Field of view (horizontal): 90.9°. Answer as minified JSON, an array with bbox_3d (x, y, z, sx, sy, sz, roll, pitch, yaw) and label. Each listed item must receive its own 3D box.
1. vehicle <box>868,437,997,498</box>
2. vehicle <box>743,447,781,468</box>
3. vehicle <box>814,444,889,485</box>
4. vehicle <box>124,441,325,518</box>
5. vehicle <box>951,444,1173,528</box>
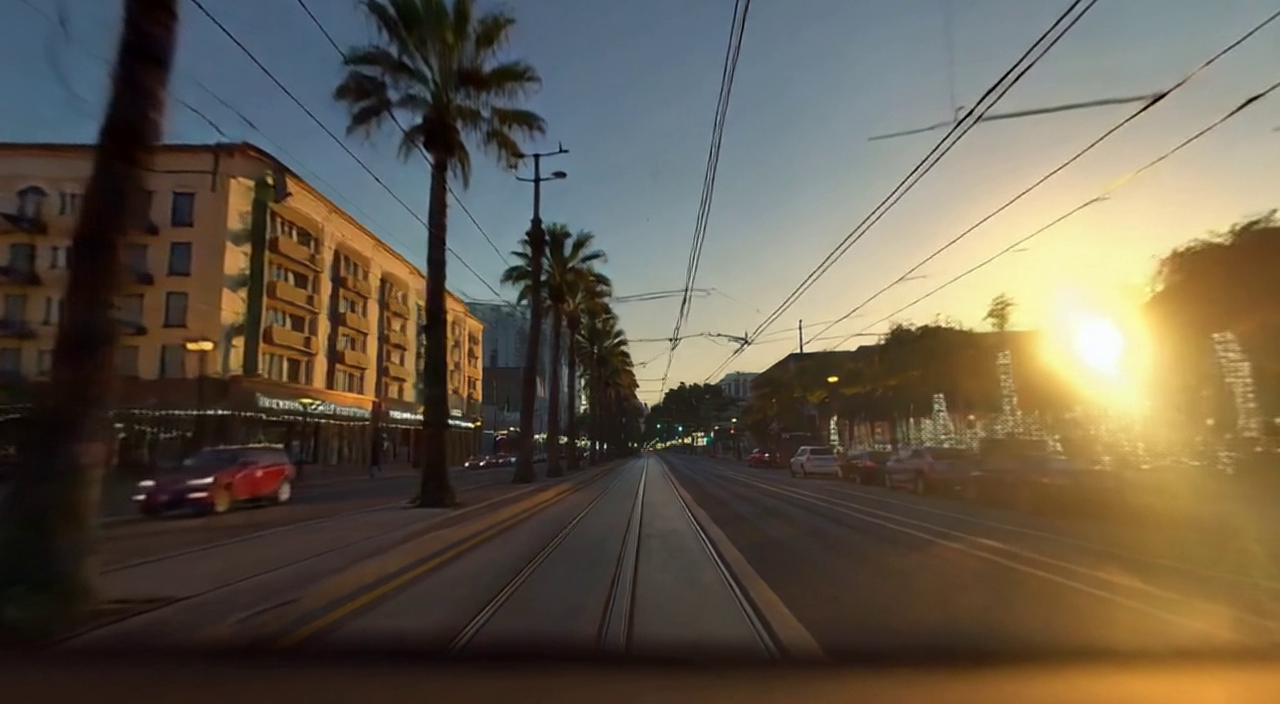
[{"bbox_3d":[8.722,3.450,19.317,1.867,1.627,4.357,0,-8,0],"label":"vehicle"},{"bbox_3d":[9.114,7.868,47.317,1.822,1.494,4.385,0,-8,-2],"label":"vehicle"},{"bbox_3d":[8.492,4.523,25.661,1.715,1.500,3.910,0,-8,1],"label":"vehicle"},{"bbox_3d":[-10.630,3.245,16.707,2.042,1.716,4.634,-1,-8,2],"label":"vehicle"},{"bbox_3d":[8.637,2.727,13.493,1.733,1.468,4.326,0,-8,0],"label":"vehicle"}]
